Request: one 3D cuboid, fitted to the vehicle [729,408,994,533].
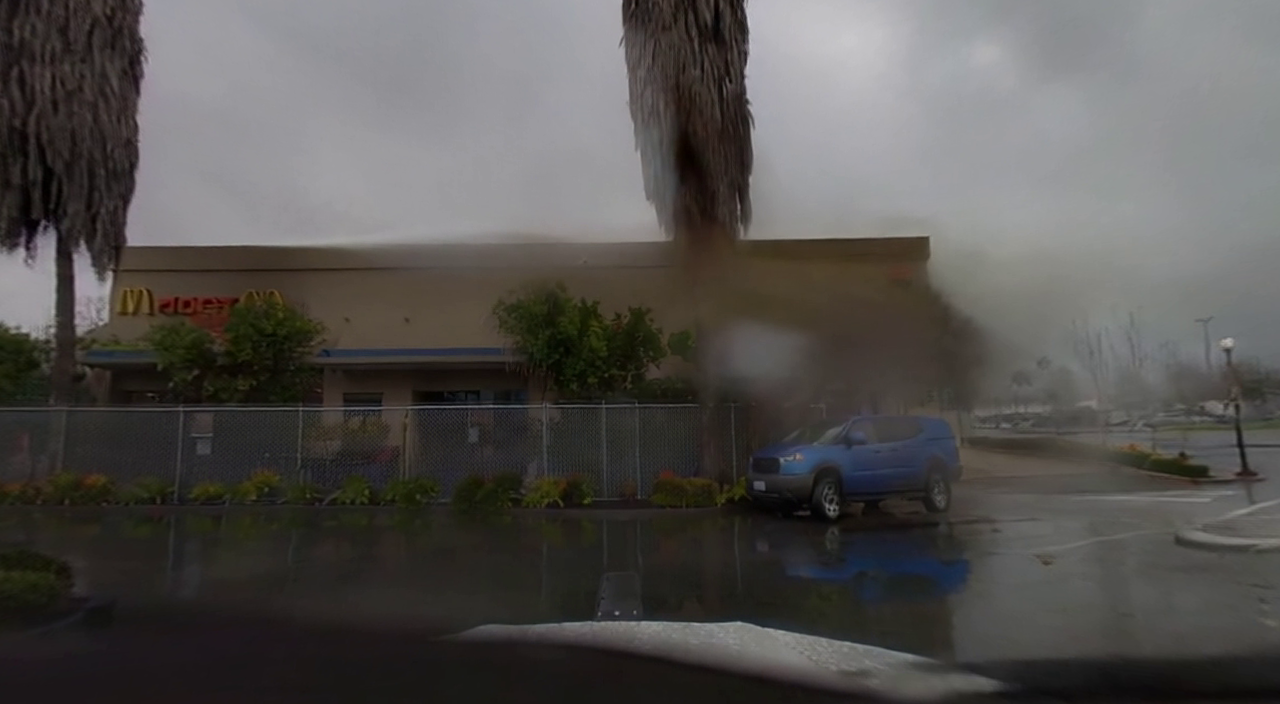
[{"bbox_3d":[3.952,1.948,11.197,4.365,1.791,2.073,4,-7,-31],"label":"vehicle"}]
